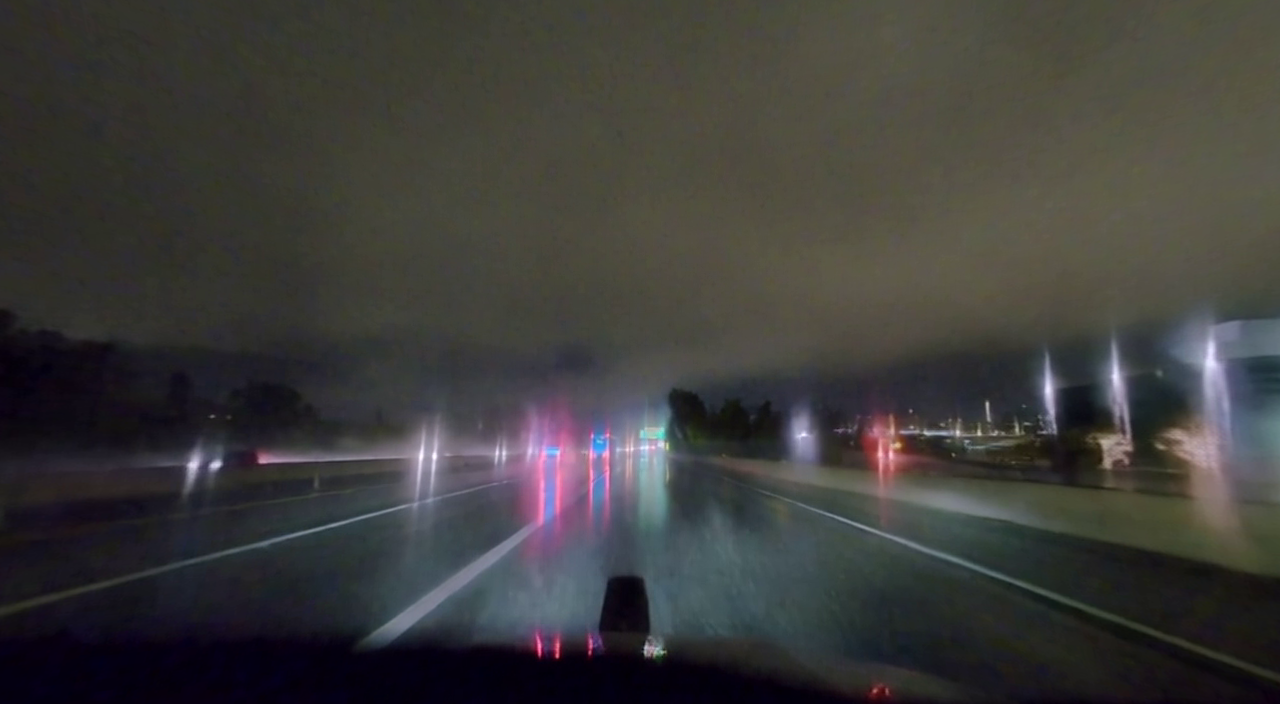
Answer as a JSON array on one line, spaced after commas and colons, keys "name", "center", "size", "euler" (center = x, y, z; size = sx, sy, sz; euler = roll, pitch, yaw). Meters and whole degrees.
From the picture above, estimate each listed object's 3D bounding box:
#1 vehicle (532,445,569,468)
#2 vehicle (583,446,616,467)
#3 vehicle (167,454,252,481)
[{"name": "vehicle", "center": [-6.693, 7.860, 47.581], "size": [2.075, 1.646, 4.405], "euler": [-1, -8, 2]}, {"name": "vehicle", "center": [-3.171, 8.216, 49.695], "size": [2.184, 1.554, 4.350], "euler": [-1, -8, 2]}, {"name": "vehicle", "center": [-26.530, 7.096, 39.085], "size": [1.887, 1.463, 4.733], "euler": [-1, -8, 1]}]
